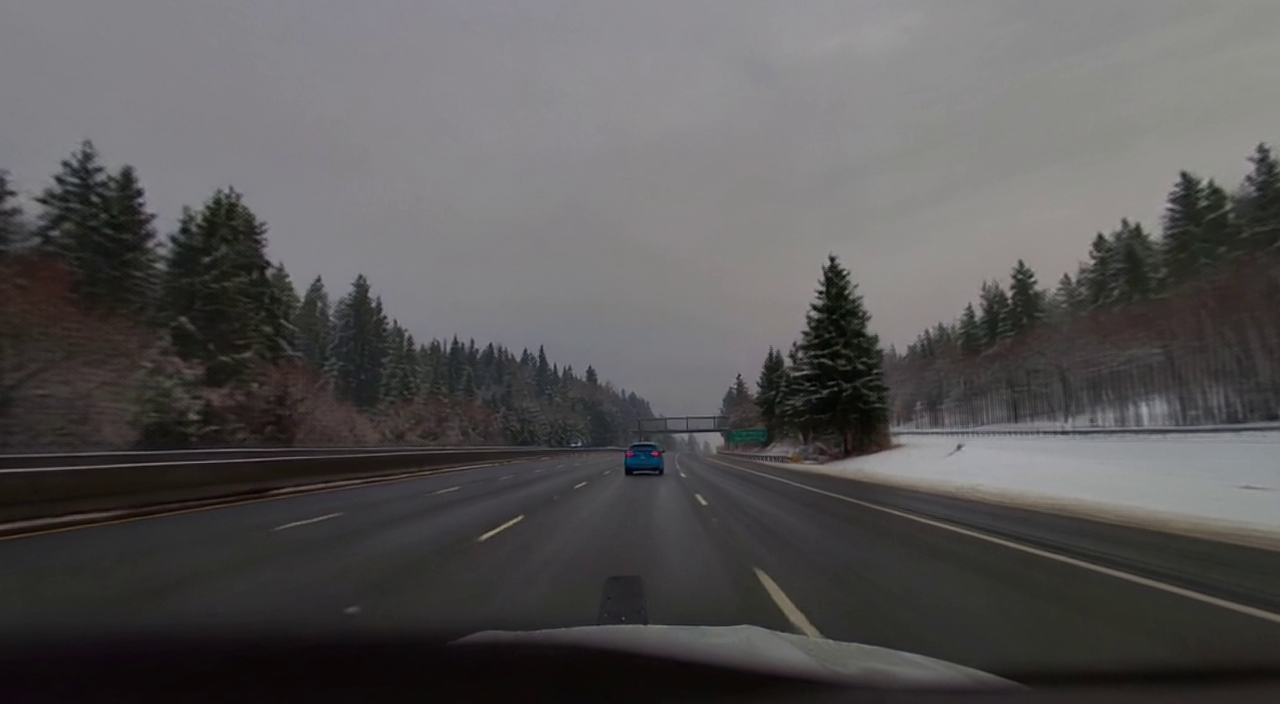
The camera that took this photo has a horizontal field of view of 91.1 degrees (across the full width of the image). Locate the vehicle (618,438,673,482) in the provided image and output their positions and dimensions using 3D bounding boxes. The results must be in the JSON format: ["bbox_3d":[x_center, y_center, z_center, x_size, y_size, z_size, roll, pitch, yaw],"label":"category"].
[{"bbox_3d":[0.323,4.549,26.704,2.133,1.686,4.203,-1,-8,3],"label":"vehicle"}]
